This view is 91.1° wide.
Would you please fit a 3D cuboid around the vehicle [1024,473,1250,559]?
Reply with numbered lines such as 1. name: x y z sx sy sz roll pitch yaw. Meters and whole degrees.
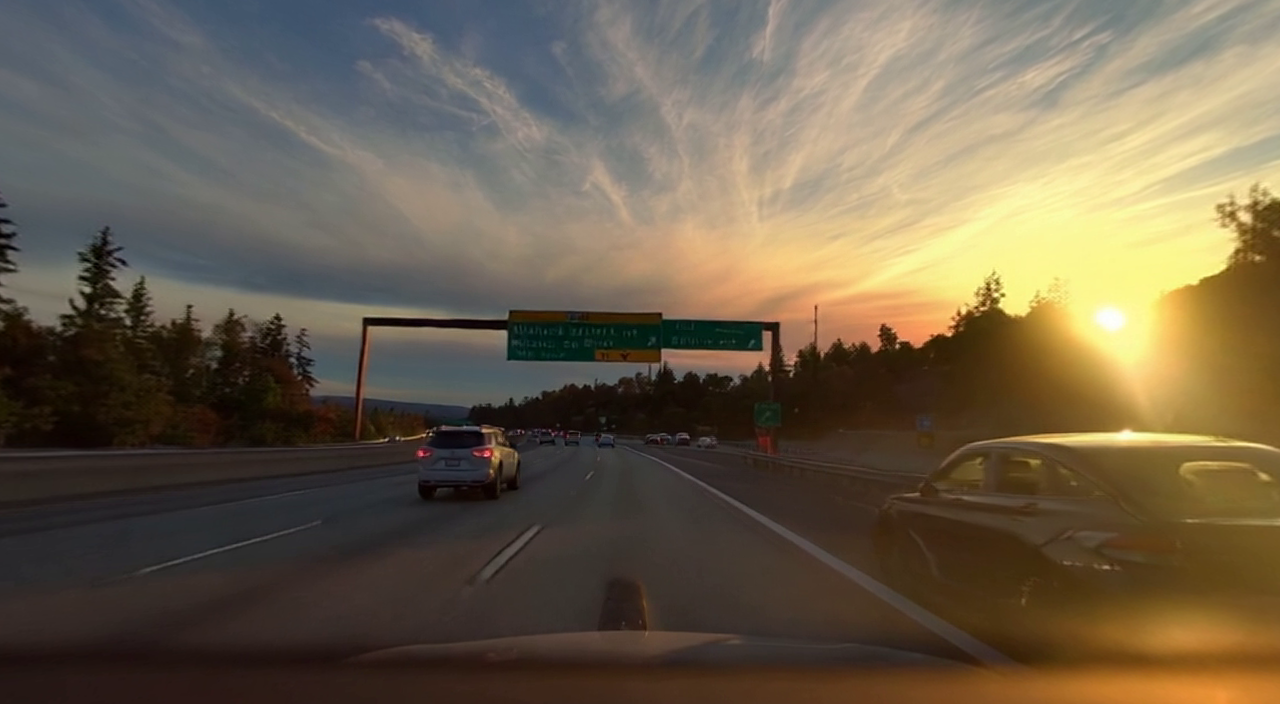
1. vehicle: 14.945 4.898 19.509 2.179 1.976 5.545 1 -8 -4

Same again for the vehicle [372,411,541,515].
1. vehicle: -3.570 2.283 13.443 2.142 1.789 5.009 0 -8 0
